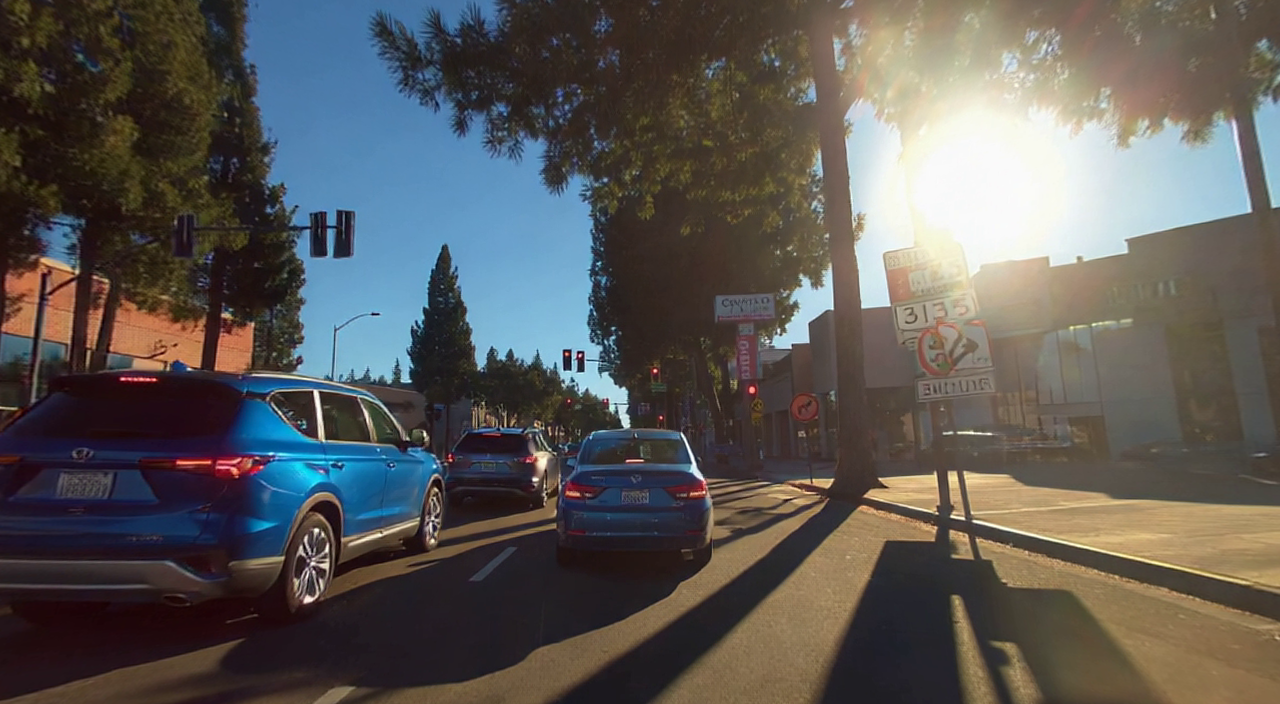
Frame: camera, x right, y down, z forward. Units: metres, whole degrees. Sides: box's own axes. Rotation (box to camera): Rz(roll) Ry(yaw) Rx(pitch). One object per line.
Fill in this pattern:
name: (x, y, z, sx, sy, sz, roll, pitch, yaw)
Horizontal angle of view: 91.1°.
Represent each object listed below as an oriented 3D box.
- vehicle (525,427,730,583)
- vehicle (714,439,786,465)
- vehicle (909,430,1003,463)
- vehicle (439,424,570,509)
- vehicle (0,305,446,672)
vehicle: (-0.162, 1.782, 8.185, 1.966, 1.481, 4.146, 0, -8, -1)
vehicle: (6.579, 5.984, 37.530, 3.924, 1.447, 2.039, -3, -9, 19)
vehicle: (17.625, 5.302, 35.193, 4.116, 1.719, 2.069, -1, -9, 6)
vehicle: (-2.929, 2.594, 14.605, 2.047, 1.664, 4.148, 0, -8, 1)
vehicle: (-3.822, 1.137, 6.214, 2.152, 2.118, 5.066, 0, -8, 0)
